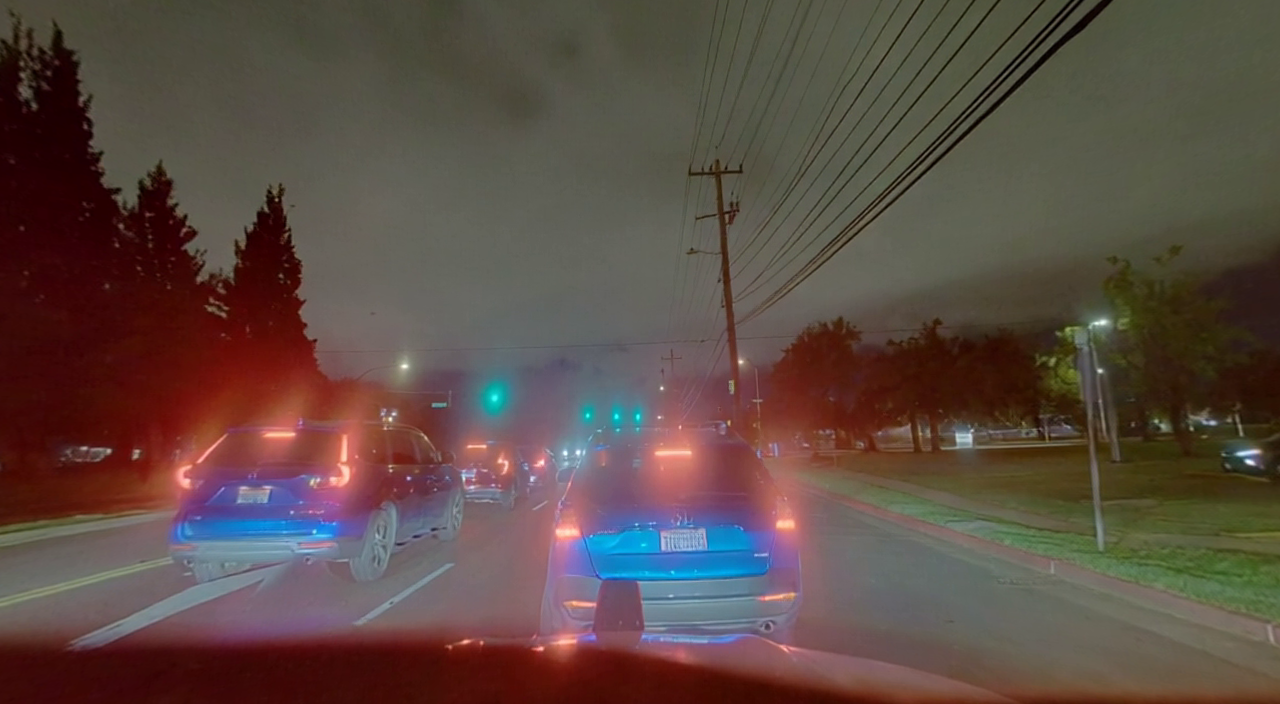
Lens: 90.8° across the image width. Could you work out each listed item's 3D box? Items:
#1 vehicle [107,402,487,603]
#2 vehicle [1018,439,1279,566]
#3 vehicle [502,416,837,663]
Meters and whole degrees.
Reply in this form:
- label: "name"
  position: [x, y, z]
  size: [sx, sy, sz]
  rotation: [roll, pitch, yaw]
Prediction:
- label: "vehicle"
  position: [-3.468, 1.611, 7.633]
  size: [2.105, 1.706, 4.337]
  rotation: [0, -9, 0]
- label: "vehicle"
  position: [8.387, 2.157, 9.940]
  size: [1.993, 1.508, 4.521]
  rotation: [0, -9, -1]
- label: "vehicle"
  position: [0.118, 1.446, 5.953]
  size: [2.056, 1.487, 4.003]
  rotation: [0, -9, -2]
